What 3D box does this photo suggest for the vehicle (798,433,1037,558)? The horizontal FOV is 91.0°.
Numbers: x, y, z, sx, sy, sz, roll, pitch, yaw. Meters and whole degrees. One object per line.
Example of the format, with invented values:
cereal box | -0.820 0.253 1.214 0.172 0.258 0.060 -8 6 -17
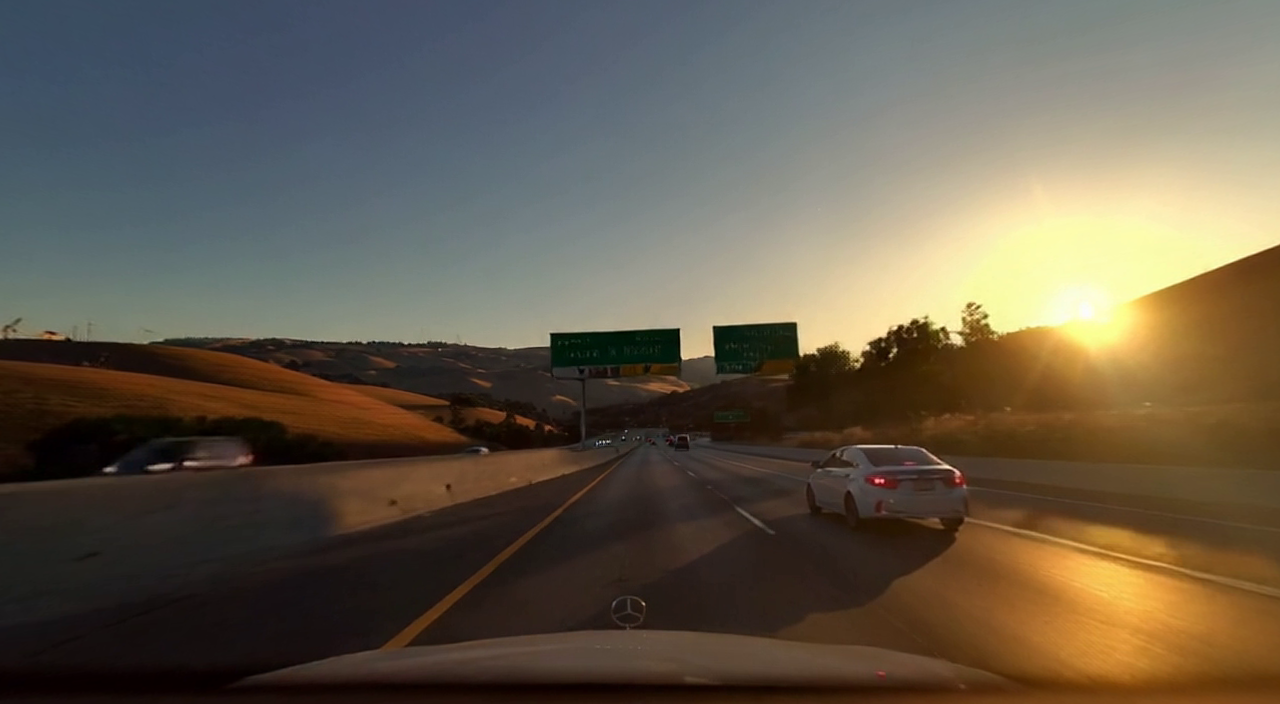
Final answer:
vehicle | 3.669 1.926 9.184 1.683 1.400 3.868 0 -8 -1
